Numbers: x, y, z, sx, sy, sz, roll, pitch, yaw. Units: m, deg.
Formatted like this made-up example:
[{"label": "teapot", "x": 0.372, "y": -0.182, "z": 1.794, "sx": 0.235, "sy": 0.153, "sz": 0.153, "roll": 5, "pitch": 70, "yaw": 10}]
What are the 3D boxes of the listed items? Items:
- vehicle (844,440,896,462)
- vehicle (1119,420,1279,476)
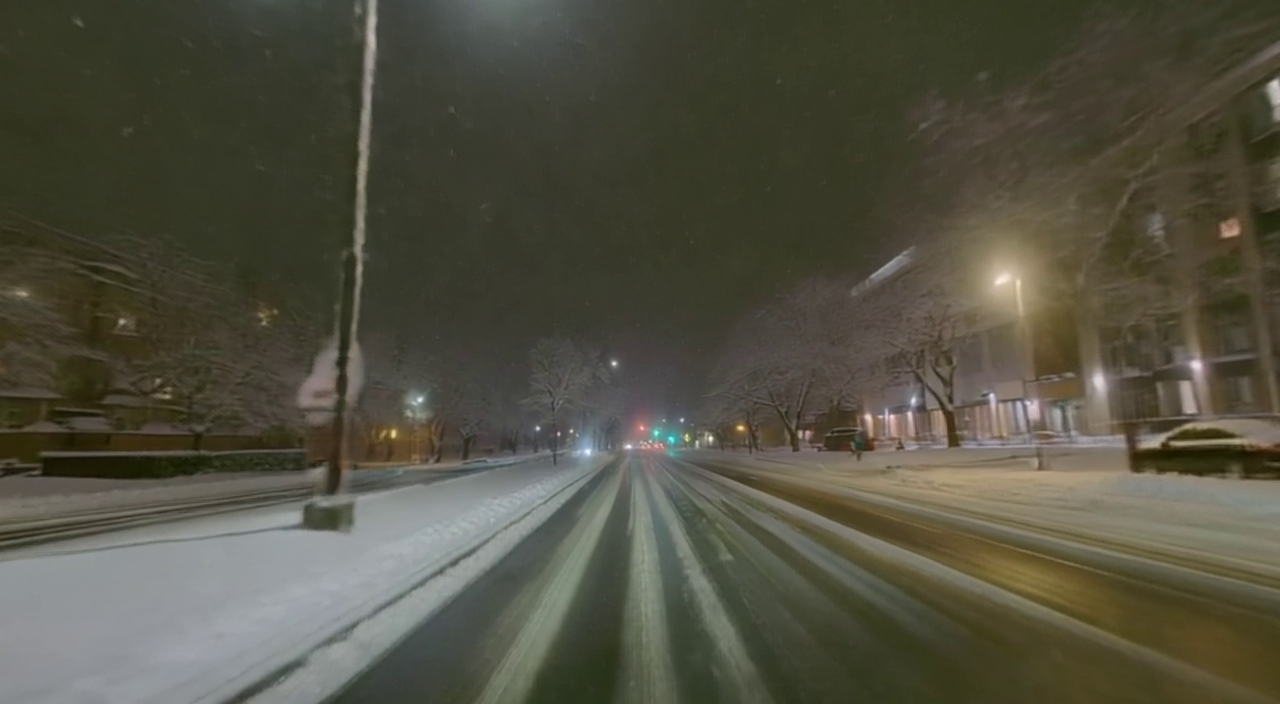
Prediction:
[{"label": "vehicle", "x": 16.274, "y": 6.966, "z": 44.566, "sx": 1.930, "sy": 1.449, "sz": 4.473, "roll": -7, "pitch": -11, "yaw": 40}, {"label": "vehicle", "x": 16.933, "y": 2.775, "z": 18.285, "sx": 4.505, "sy": 1.498, "sz": 2.068, "roll": 0, "pitch": -8, "yaw": -3}]
